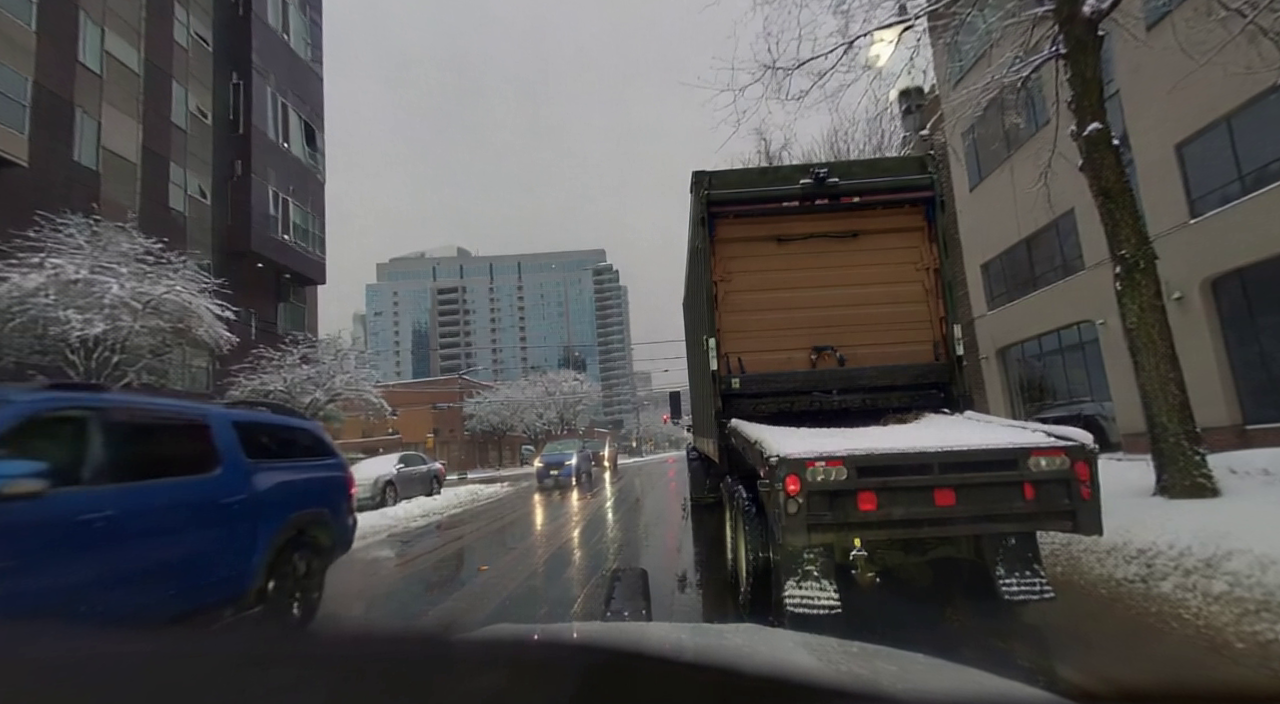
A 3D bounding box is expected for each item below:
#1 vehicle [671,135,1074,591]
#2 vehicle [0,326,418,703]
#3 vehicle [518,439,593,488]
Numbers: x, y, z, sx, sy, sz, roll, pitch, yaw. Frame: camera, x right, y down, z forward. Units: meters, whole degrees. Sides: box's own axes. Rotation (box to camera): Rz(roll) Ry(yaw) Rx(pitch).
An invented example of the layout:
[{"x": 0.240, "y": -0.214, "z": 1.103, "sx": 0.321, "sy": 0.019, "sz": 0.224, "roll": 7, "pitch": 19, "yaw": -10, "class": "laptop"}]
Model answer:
[{"x": 2.536, "y": 0.843, "z": 11.376, "sx": 3.320, "sy": 4.034, "sz": 11.553, "roll": -1, "pitch": -8, "yaw": 6, "class": "vehicle"}, {"x": -3.347, "y": 1.020, "z": 3.648, "sx": 2.223, "sy": 1.804, "sz": 4.746, "roll": 0, "pitch": -8, "yaw": 2, "class": "vehicle"}, {"x": -2.898, "y": 3.933, "z": 22.569, "sx": 2.183, "sy": 1.563, "sz": 4.257, "roll": 0, "pitch": -8, "yaw": -2, "class": "vehicle"}]
